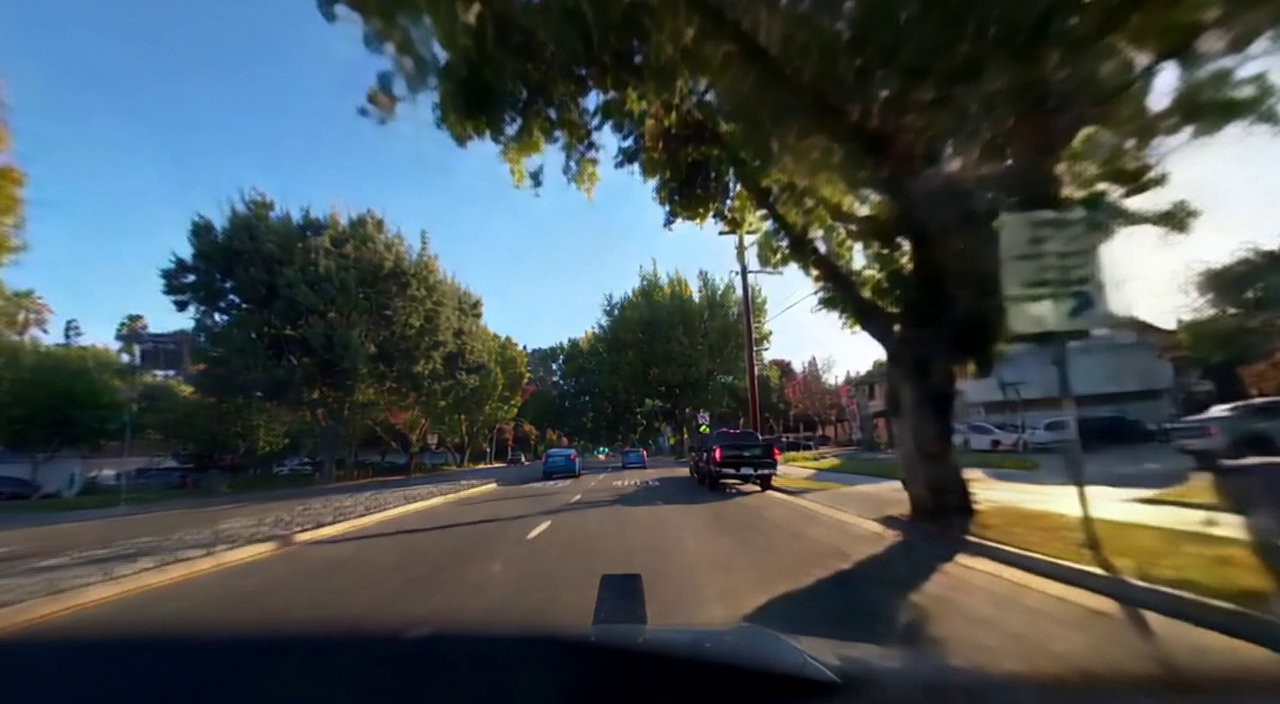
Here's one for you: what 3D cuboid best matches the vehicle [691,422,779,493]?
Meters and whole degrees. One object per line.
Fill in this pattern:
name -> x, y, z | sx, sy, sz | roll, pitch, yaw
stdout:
vehicle -> 2.961, 3.471, 20.986 | 2.072, 2.017, 5.590 | 0, -9, 0

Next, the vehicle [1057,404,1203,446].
vehicle -> 21.953, 3.380, 28.466 | 2.031, 1.732, 4.653 | 3, -9, -23

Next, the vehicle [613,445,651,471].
vehicle -> -0.472, 6.352, 37.860 | 2.187, 1.478, 4.138 | 0, -9, -1

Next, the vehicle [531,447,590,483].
vehicle -> -3.501, 5.058, 28.545 | 2.083, 1.460, 4.527 | 0, -9, 0

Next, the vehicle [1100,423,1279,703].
vehicle -> 3.145, 0.629, 0.314 | 2.076, 1.479, 4.754 | -4, -9, -2

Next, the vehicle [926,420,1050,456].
vehicle -> 15.731, 3.952, 28.723 | 1.881, 1.477, 4.617 | 4, -10, -27

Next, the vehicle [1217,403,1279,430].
vehicle -> 39.466, 4.216, 40.655 | 1.826, 1.445, 4.549 | -9, -11, 26
